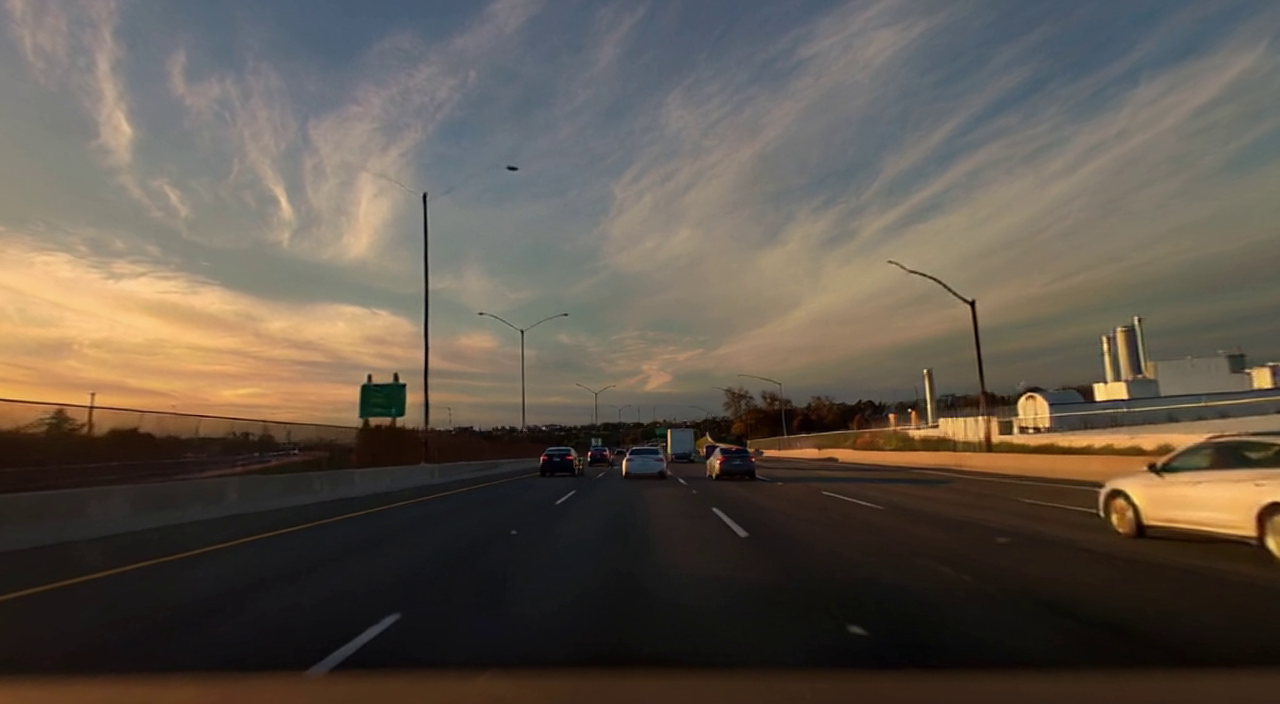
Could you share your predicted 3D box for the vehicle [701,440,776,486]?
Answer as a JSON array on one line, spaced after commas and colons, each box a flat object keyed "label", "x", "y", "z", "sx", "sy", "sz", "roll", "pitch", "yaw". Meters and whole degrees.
[{"label": "vehicle", "x": 3.402, "y": 3.931, "z": 22.679, "sx": 1.942, "sy": 1.453, "sz": 4.329, "roll": 0, "pitch": -8, "yaw": -1}]

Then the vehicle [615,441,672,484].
[{"label": "vehicle", "x": 0.129, "y": 4.362, "z": 25.307, "sx": 2.067, "sy": 1.555, "sz": 4.851, "roll": 0, "pitch": -8, "yaw": 0}]

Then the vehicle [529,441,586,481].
[{"label": "vehicle", "x": -3.690, "y": 4.914, "z": 28.890, "sx": 2.036, "sy": 1.669, "sz": 4.112, "roll": 0, "pitch": -8, "yaw": 1}]

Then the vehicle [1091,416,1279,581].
[{"label": "vehicle", "x": 6.896, "y": 1.419, "z": 6.279, "sx": 1.860, "sy": 1.520, "sz": 3.961, "roll": 0, "pitch": -8, "yaw": 0}]
